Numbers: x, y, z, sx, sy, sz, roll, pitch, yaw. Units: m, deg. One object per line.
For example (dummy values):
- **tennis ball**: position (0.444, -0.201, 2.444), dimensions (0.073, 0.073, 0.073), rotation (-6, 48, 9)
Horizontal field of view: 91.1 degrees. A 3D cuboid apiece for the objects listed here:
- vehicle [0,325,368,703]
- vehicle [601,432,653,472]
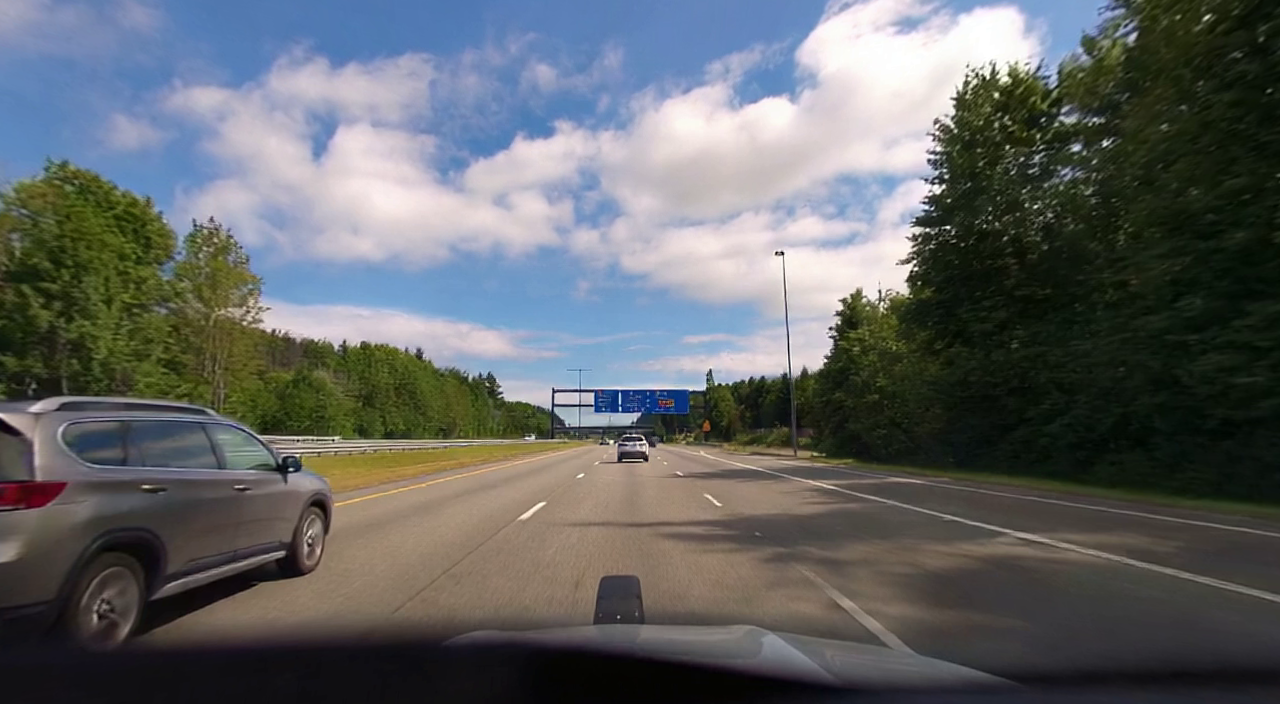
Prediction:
- **vehicle**: position (-3.368, 0.857, 3.025), dimensions (2.111, 1.689, 4.505), rotation (0, -8, 0)
- **vehicle**: position (-0.550, 4.184, 26.543), dimensions (2.010, 1.534, 4.013), rotation (0, -8, -1)
